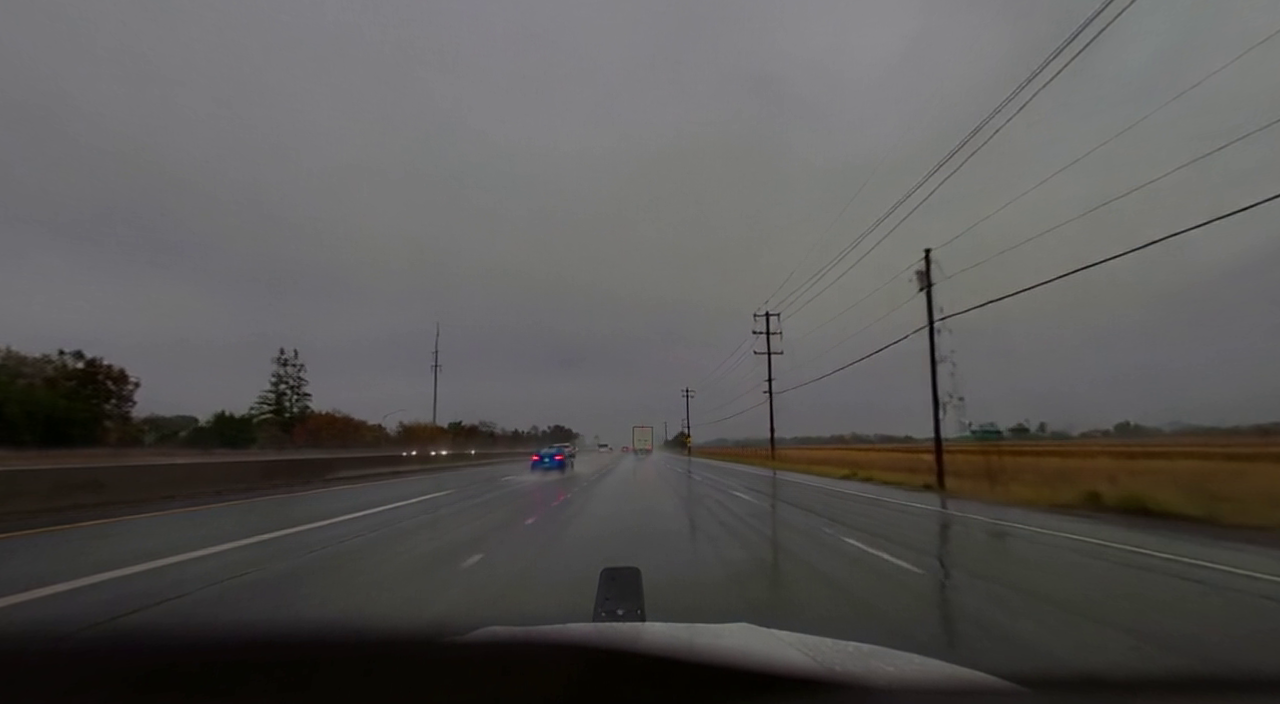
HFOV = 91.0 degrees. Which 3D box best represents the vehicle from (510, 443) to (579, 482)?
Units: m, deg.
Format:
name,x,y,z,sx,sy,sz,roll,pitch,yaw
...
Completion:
name,x,y,z,sx,sy,sz,roll,pitch,yaw
vehicle,-3.882,4.596,26.459,2.104,1.501,4.459,0,-9,1
